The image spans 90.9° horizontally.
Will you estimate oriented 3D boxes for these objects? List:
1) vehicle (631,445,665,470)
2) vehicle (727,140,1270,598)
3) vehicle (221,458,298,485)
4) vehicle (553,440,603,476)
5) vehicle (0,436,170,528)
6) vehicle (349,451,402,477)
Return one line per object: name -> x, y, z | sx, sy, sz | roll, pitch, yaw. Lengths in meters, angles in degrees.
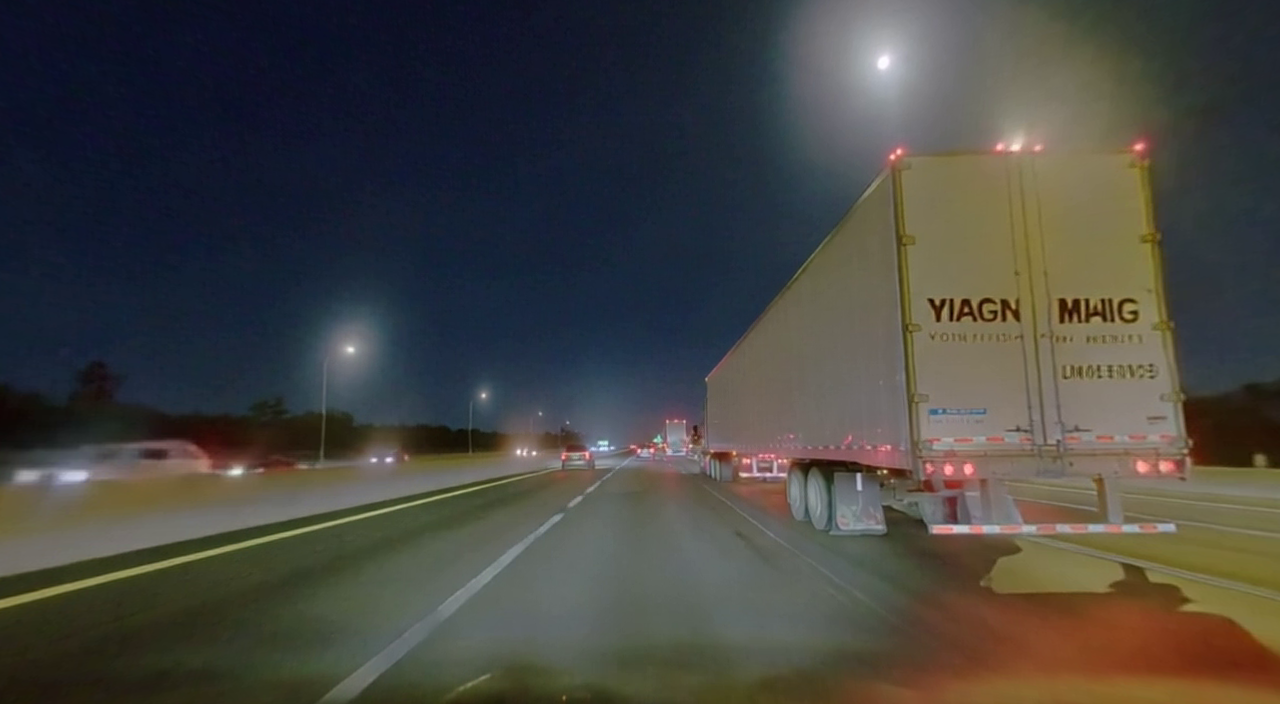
vehicle -> 0.466, 6.704, 40.255 | 2.063, 1.469, 4.208 | 0, -9, 0
vehicle -> 3.906, 0.983, 11.809 | 2.821, 4.077, 12.562 | 0, -9, 0
vehicle -> -23.486, 7.388, 39.146 | 1.859, 1.484, 4.695 | 0, -9, 0
vehicle -> -3.097, 5.386, 32.275 | 2.058, 1.711, 4.226 | 0, -9, 1
vehicle -> -12.836, 2.724, 13.721 | 1.957, 1.672, 4.174 | 0, -9, 0
vehicle -> -19.154, 8.085, 45.844 | 1.897, 1.729, 4.321 | 0, -9, 1
